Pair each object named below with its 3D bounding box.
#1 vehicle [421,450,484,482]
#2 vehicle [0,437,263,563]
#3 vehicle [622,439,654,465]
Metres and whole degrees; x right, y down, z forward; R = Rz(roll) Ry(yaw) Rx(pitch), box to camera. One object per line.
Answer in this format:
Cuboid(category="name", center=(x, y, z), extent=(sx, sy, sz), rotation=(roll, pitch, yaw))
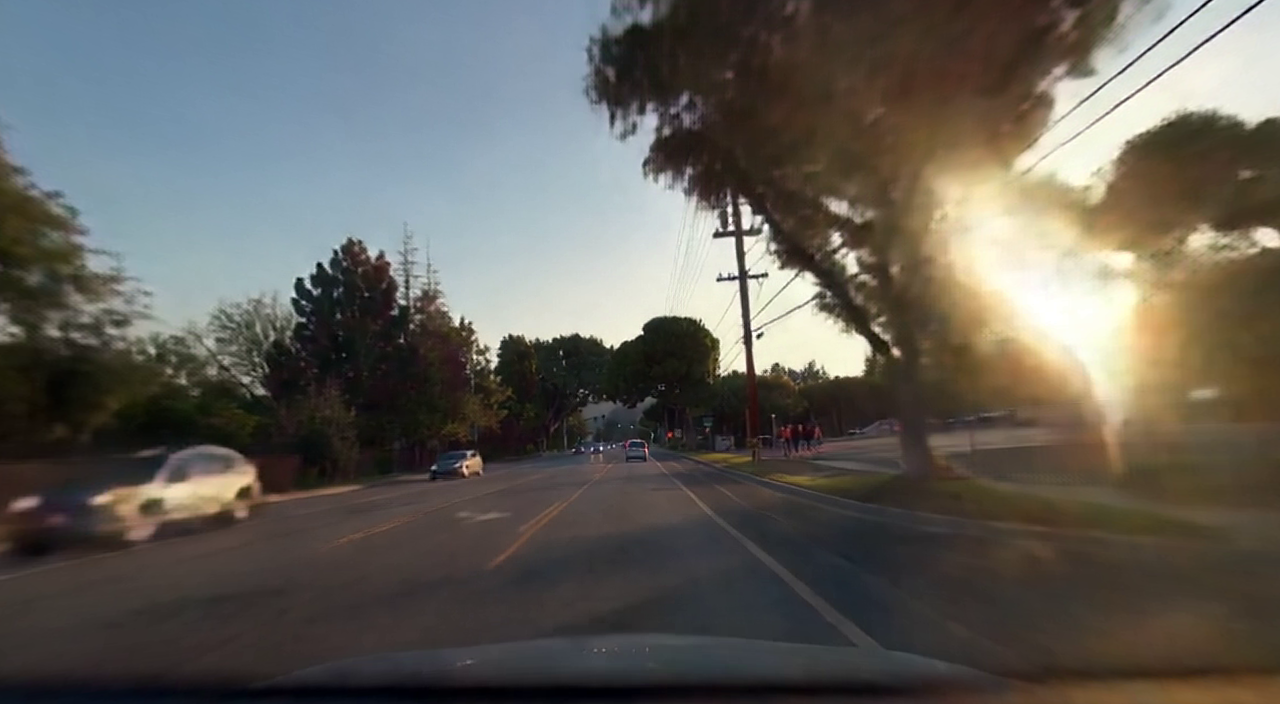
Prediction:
Cuboid(category="vehicle", center=(-9.353, 5.696, 31.905), extent=(1.867, 1.456, 4.251), rotation=(0, -8, 0))
Cuboid(category="vehicle", center=(-9.122, 2.445, 11.286), extent=(2.084, 1.760, 4.438), rotation=(0, -8, -1))
Cuboid(category="vehicle", center=(-0.169, 7.065, 44.927), extent=(2.163, 1.746, 4.073), rotation=(0, -8, -1))
